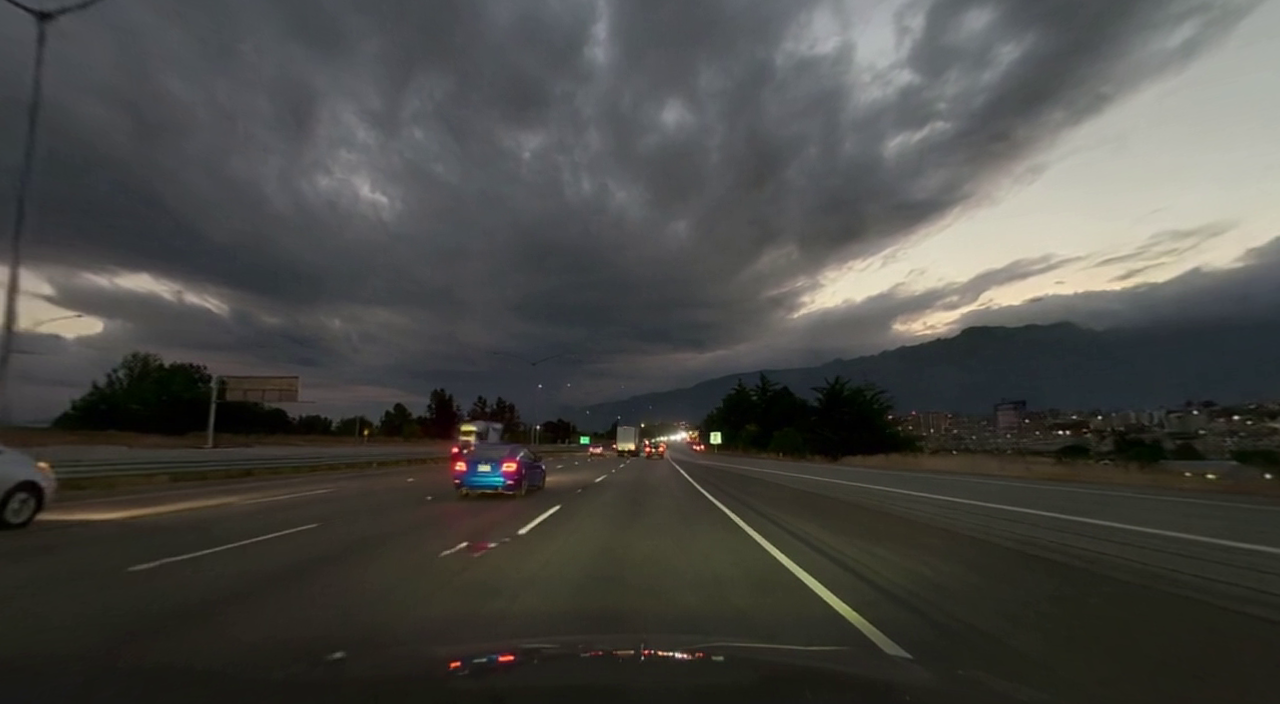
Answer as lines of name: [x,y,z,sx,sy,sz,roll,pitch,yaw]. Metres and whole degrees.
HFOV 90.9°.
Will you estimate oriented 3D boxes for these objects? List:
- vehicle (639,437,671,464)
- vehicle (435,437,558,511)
vehicle: [1.197,7.745,49.719,2.373,1.935,4.448,-1,-8,2]
vehicle: [-3.220,2.806,14.990,1.953,1.511,3.704,-1,-8,2]
